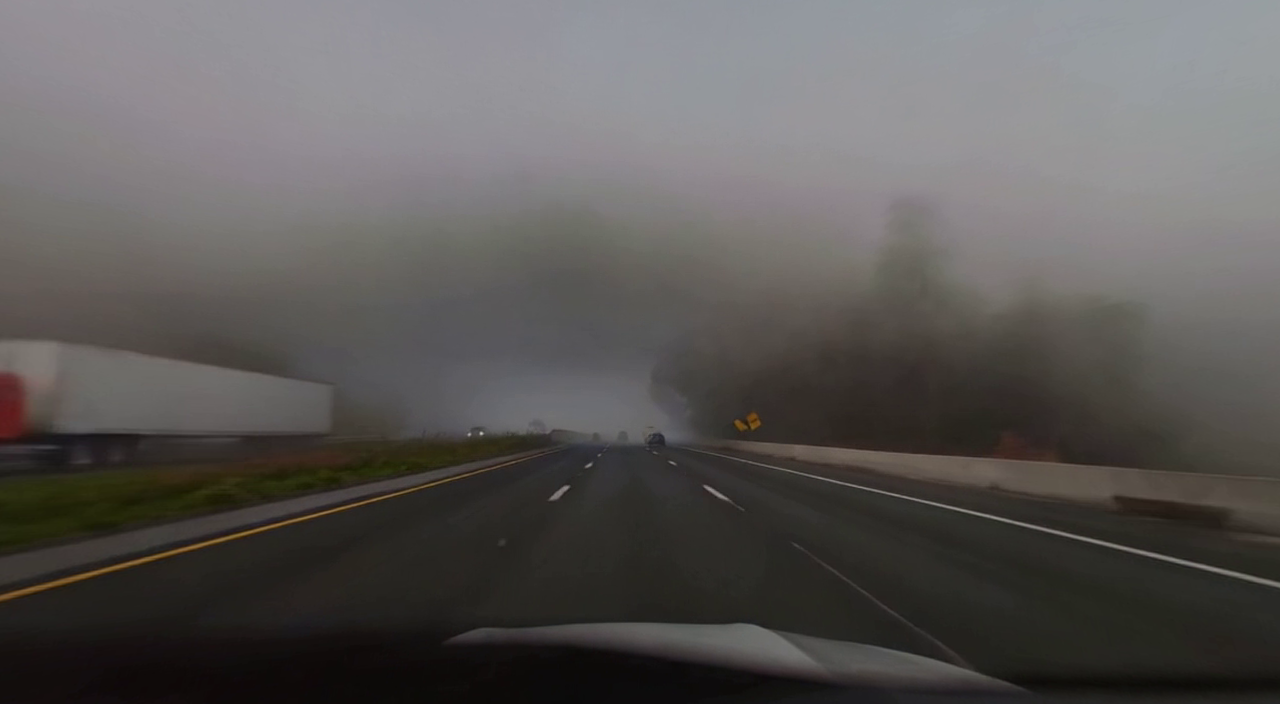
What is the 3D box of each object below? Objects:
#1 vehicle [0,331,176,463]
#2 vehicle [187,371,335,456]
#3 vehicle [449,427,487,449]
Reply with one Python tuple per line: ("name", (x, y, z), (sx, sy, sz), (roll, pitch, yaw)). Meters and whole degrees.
("vehicle", (-19.762, 1.710, 21.666), (2.988, 3.962, 5.807), (0, -8, -1))
("vehicle", (-20.049, 3.476, 34.189), (2.831, 4.025, 8.299), (0, -8, -1))
("vehicle", (-12.350, 6.242, 45.560), (1.814, 1.477, 4.133), (1, -8, -4))
